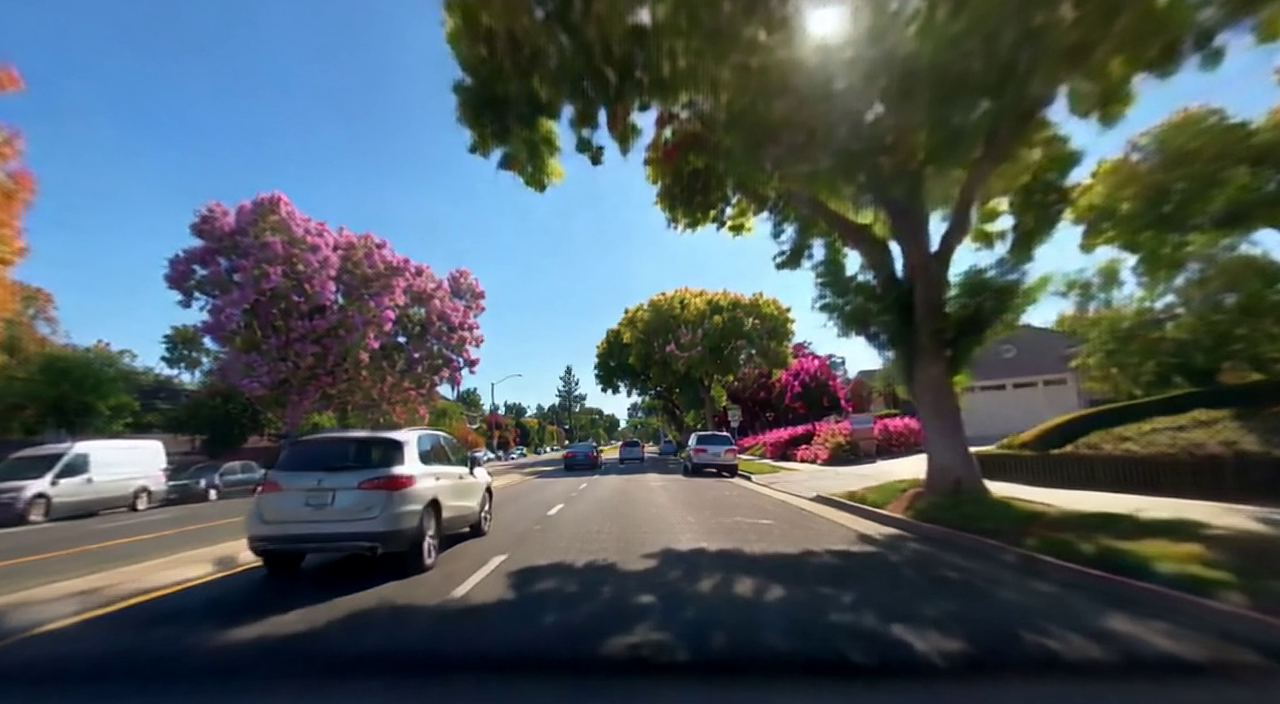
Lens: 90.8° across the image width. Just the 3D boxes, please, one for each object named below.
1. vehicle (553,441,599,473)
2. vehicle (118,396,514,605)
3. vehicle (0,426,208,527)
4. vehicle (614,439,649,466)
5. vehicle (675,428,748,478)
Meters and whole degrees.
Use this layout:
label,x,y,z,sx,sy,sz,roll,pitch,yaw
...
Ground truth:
label,x,y,z,sx,sy,sz,roll,pitch,yaw
vehicle,-3.439,5.739,34.705,2.167,1.634,4.220,0,-9,-1
vehicle,-3.238,1.631,7.912,2.257,1.751,5.028,0,-9,0
vehicle,-16.336,3.549,18.917,2.474,2.431,6.256,-6,-7,0
vehicle,-0.590,7.162,45.170,2.376,1.801,4.317,0,-9,-1
vehicle,3.110,4.590,28.858,2.653,2.058,5.096,0,-9,-1
